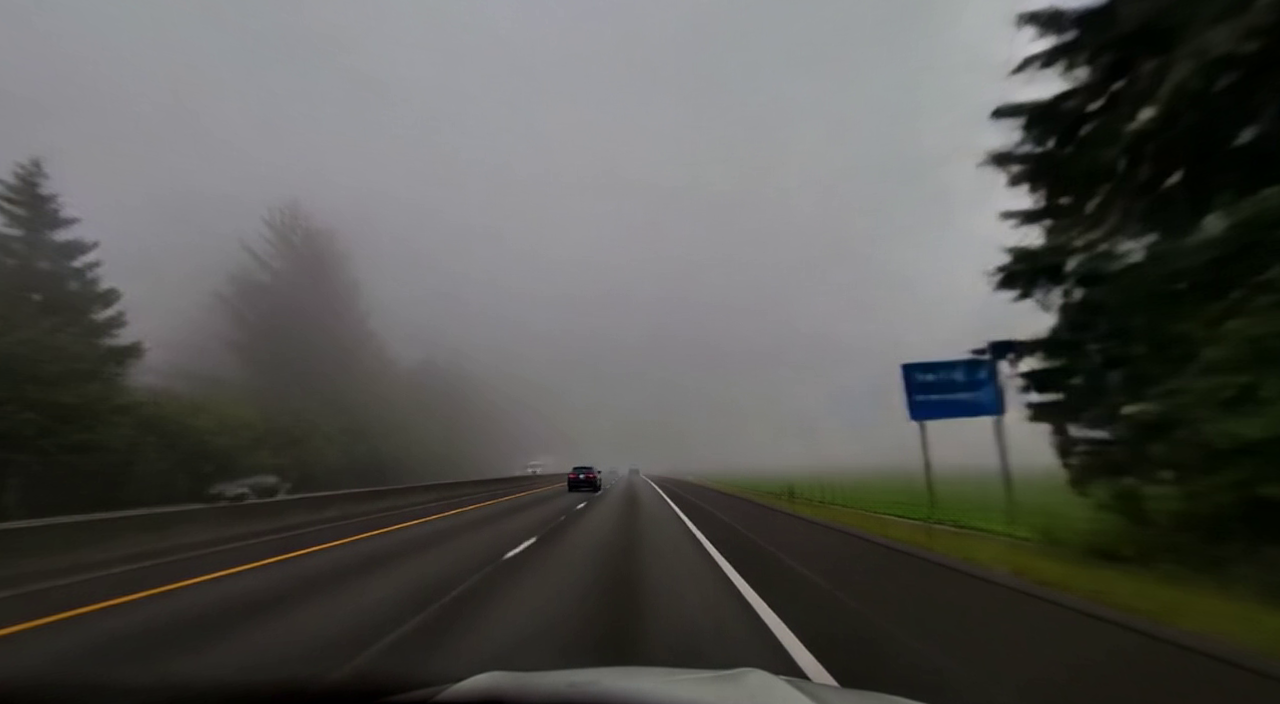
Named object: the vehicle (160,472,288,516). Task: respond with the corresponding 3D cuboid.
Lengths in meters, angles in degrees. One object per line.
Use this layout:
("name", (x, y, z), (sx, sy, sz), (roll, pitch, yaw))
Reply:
("vehicle", (-16.440, 5.625, 25.251), (1.887, 1.517, 4.752), (1, -10, -1))

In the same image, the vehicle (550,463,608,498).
("vehicle", (-2.707, 5.889, 29.120), (2.183, 1.435, 4.653), (0, -10, 1))
